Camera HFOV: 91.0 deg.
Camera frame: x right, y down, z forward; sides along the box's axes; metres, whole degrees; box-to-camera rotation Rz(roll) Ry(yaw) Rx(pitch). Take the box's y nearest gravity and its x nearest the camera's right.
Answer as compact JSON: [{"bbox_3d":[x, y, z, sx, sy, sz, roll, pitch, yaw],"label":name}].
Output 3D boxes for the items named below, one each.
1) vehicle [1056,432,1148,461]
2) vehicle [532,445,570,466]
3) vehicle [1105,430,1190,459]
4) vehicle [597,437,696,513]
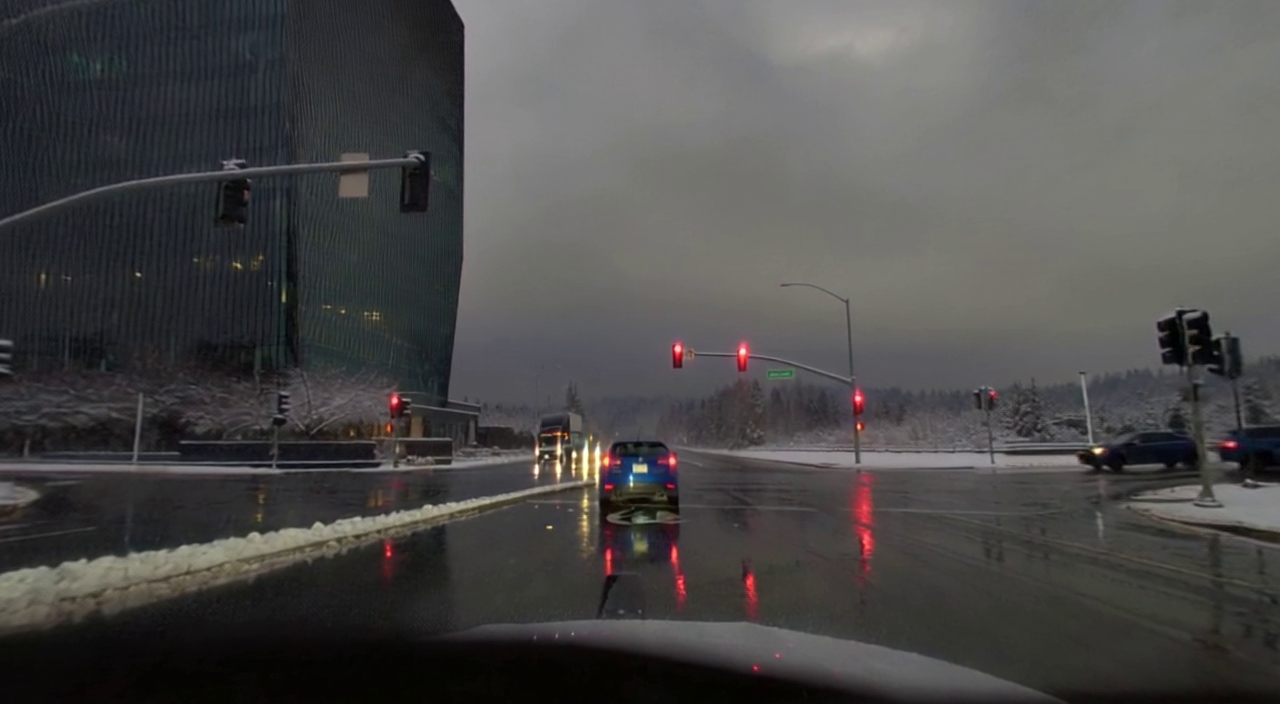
[{"bbox_3d":[25.565,5.288,35.070,2.021,1.484,4.454,0,-9,4],"label":"vehicle"},{"bbox_3d":[-6.704,7.830,47.817,2.113,1.535,4.504,0,-9,2],"label":"vehicle"},{"bbox_3d":[27.889,5.114,34.737,1.816,1.476,3.652,-1,-9,5],"label":"vehicle"},{"bbox_3d":[0.116,2.832,14.997,2.014,1.525,4.197,0,-9,-1],"label":"vehicle"}]
